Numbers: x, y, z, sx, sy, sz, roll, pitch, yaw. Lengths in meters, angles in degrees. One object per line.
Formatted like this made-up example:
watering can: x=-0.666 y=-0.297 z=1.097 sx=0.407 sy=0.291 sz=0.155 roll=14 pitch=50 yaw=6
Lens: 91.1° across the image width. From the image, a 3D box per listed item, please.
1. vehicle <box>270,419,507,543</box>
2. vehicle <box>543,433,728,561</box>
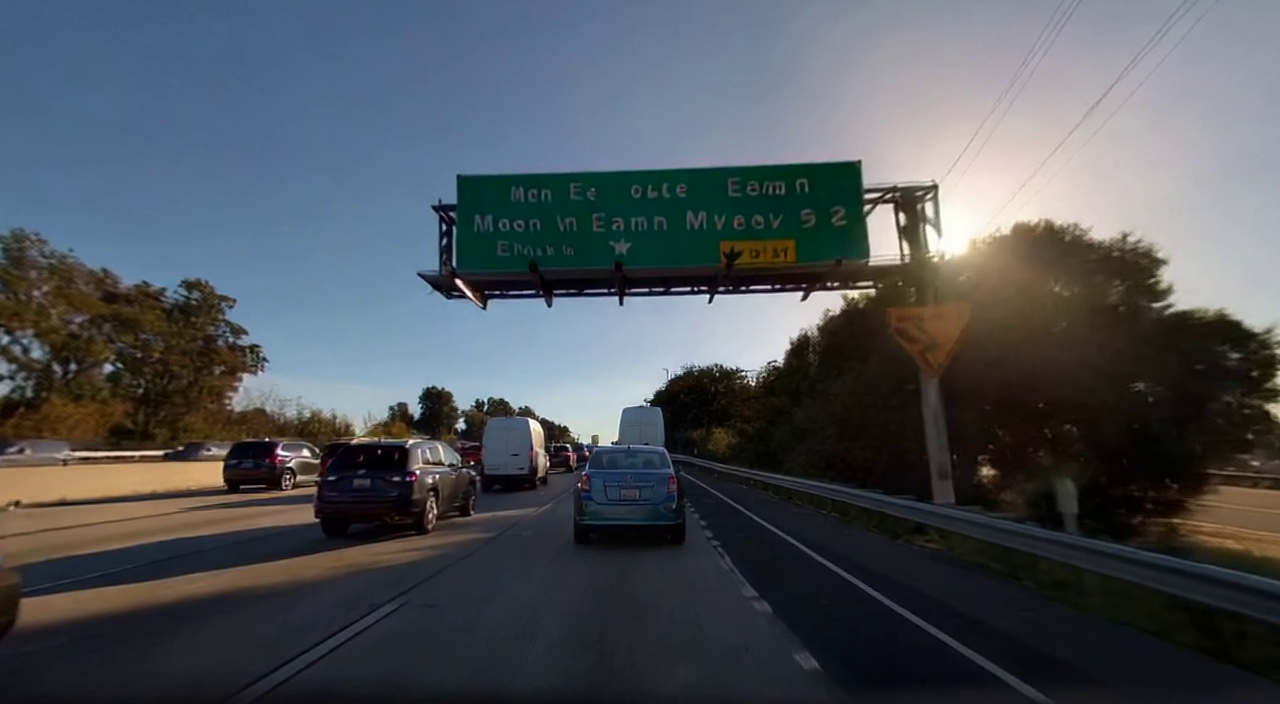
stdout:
vehicle: x=-3.895 y=2.081 z=10.791 sx=2.114 sy=1.657 sz=4.432 roll=0 pitch=-8 yaw=2
vehicle: x=-0.050 y=1.926 z=9.109 sx=2.054 sy=1.421 sz=4.090 roll=0 pitch=-8 yaw=0
